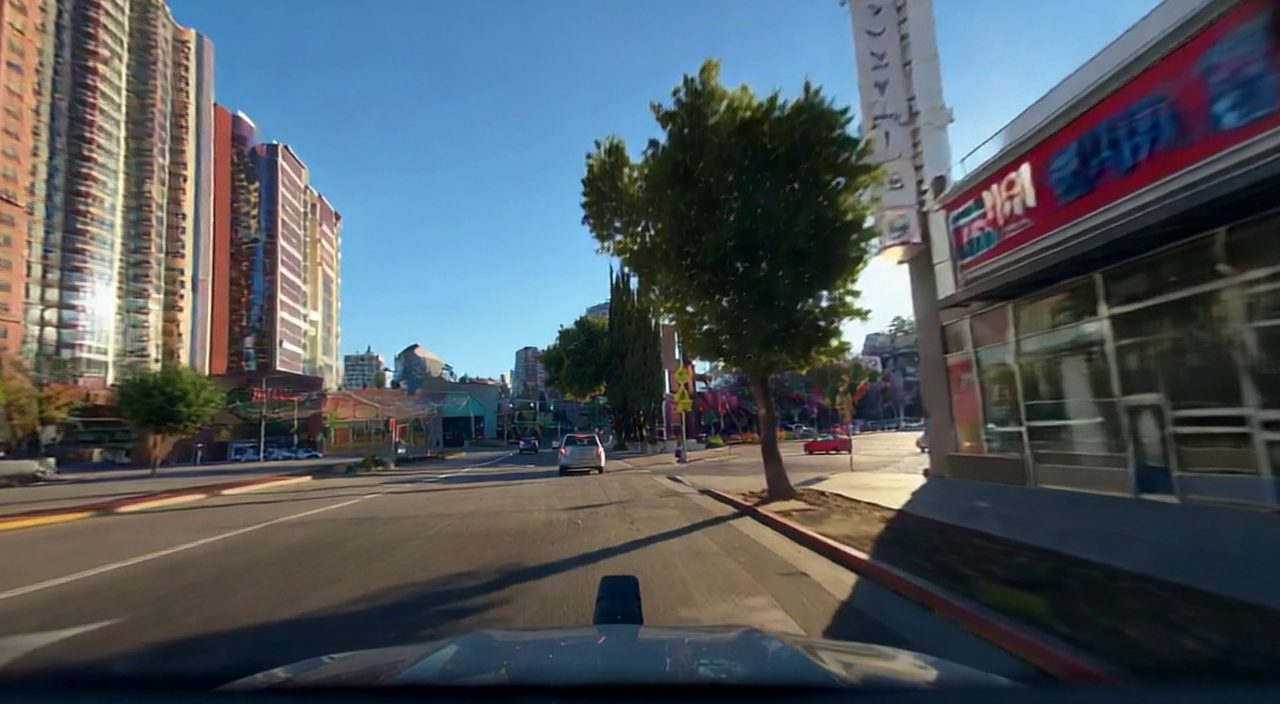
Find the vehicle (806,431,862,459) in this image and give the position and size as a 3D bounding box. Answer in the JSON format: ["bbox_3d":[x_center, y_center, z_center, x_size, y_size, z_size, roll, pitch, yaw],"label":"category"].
[{"bbox_3d":[15.188,7.353,49.649,1.932,1.762,4.835,2,-13,-13],"label":"vehicle"}]

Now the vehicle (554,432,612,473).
[{"bbox_3d":[-2.477,4.183,26.511,2.231,1.572,4.227,1,-8,-7],"label":"vehicle"}]
